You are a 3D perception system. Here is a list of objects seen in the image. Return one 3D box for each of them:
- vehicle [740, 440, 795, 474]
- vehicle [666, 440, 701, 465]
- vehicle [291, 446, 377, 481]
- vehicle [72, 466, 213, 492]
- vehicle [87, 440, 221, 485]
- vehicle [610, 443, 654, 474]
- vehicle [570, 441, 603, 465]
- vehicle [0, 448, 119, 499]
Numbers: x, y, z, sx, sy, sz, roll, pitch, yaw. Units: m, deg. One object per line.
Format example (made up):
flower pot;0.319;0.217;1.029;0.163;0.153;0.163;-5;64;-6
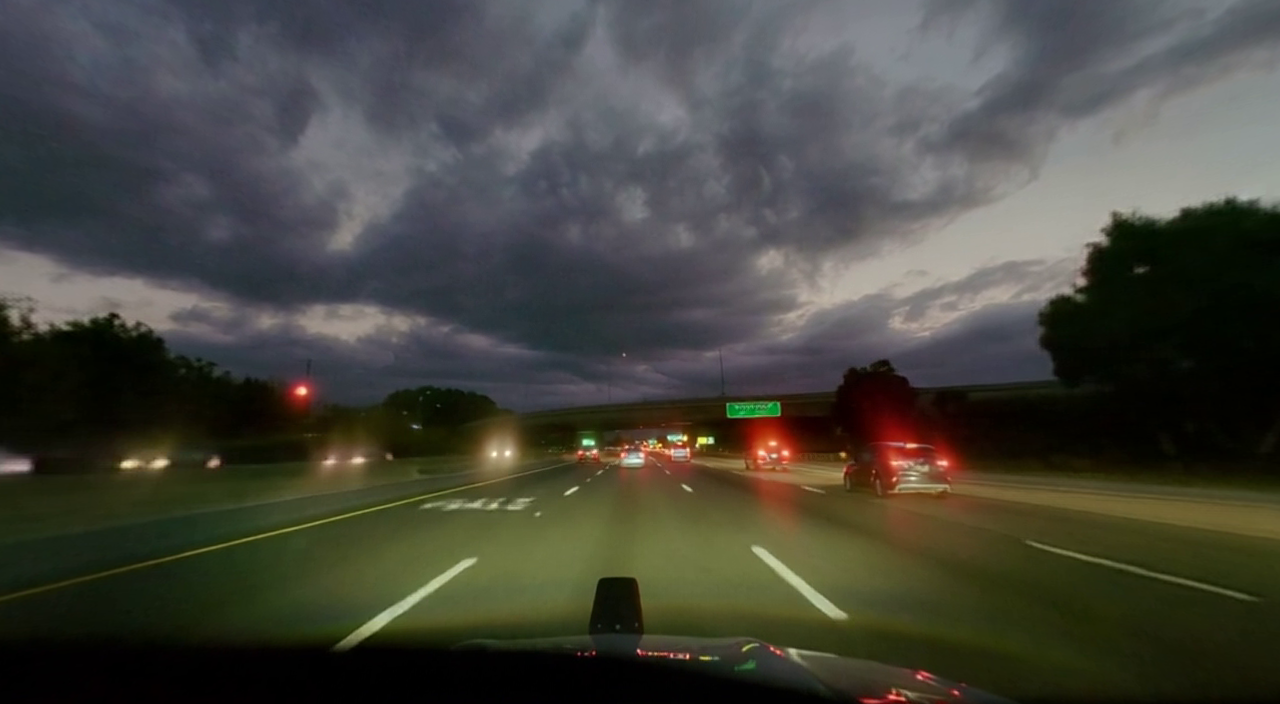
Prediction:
vehicle;6.534;5.426;32.739;1.936;1.625;3.991;0;-9;-1
vehicle;3.274;7.759;48.769;2.177;1.831;4.766;0;-9;-2
vehicle;-14.418;5.237;30.071;1.860;1.515;4.407;0;-9;0
vehicle;-24.962;6.397;32.066;2.739;0.977;5.545;0;-9;0
vehicle;-24.936;5.660;32.814;2.315;2.102;5.833;0;-9;0
vehicle;-0.389;5.457;32.528;2.075;1.486;4.007;0;-9;0
vehicle;-4.116;7.848;49.025;2.113;1.756;4.471;0;-9;0
vehicle;-24.856;4.858;25.706;2.169;1.903;5.953;0;-9;0
